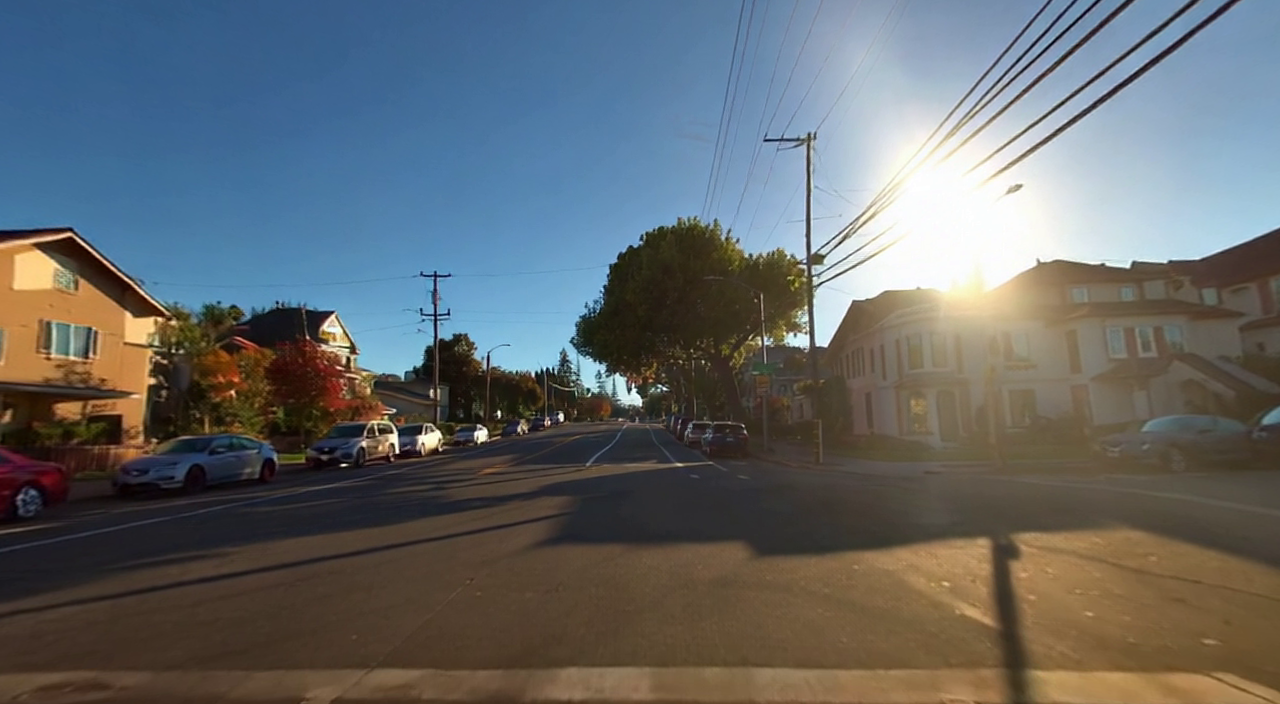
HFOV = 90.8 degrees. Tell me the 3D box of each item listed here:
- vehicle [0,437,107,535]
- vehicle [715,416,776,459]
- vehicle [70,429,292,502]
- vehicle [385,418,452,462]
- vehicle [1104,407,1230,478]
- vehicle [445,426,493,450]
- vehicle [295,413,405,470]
[{"bbox_3d":[-11.058,2.045,9.460,1.970,1.523,4.702,-1,-8,1],"label":"vehicle"},{"bbox_3d":[4.367,3.642,26.758,1.867,1.680,4.176,0,-8,0],"label":"vehicle"},{"bbox_3d":[-11.153,2.776,15.927,2.082,1.540,4.654,0,-8,0],"label":"vehicle"},{"bbox_3d":[-11.334,4.457,32.600,1.926,1.998,4.447,-4,-6,-1],"label":"vehicle"},{"bbox_3d":[13.698,2.271,16.413,2.122,1.474,4.313,-9,-8,41],"label":"vehicle"},{"bbox_3d":[-11.173,5.676,41.522,2.051,1.520,4.374,0,-8,-2],"label":"vehicle"},{"bbox_3d":[-11.138,3.510,24.708,2.056,1.980,4.763,0,-8,-1],"label":"vehicle"}]
